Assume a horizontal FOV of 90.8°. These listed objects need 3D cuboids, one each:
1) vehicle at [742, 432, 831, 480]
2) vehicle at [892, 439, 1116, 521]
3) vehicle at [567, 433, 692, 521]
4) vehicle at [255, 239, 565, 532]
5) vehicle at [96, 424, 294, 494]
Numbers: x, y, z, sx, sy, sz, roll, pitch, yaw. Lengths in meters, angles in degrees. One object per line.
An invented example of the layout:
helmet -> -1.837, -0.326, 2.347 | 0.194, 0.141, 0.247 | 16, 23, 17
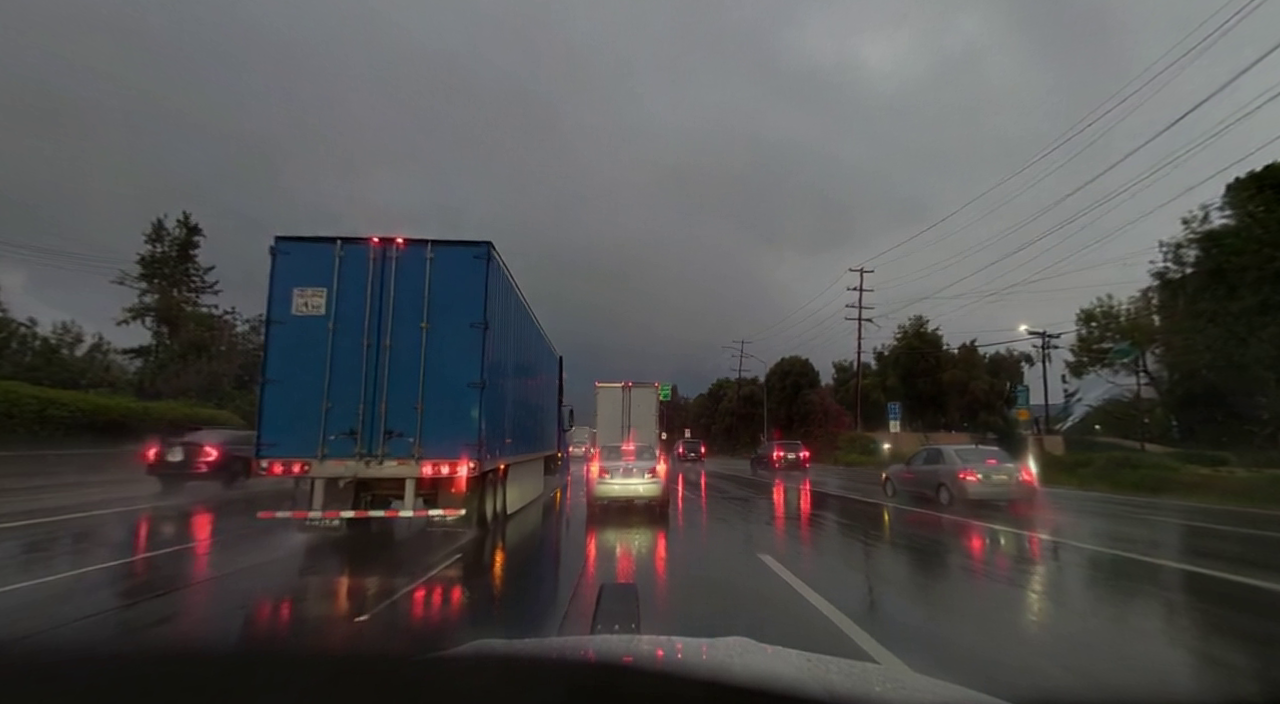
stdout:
vehicle -> 5.522, 3.973, 24.359 | 2.023, 1.676, 4.002 | 1, -9, -7
vehicle -> 7.182, 2.541, 13.106 | 1.878, 1.406, 4.164 | 1, -9, -6
vehicle -> -0.253, 2.430, 12.767 | 2.112, 1.463, 4.012 | 0, -9, -2
vehicle -> -4.340, 1.774, 18.153 | 3.150, 4.298, 17.928 | 0, -9, -3
vehicle -> -12.129, 2.969, 17.786 | 2.148, 1.678, 4.851 | 0, -9, -2
